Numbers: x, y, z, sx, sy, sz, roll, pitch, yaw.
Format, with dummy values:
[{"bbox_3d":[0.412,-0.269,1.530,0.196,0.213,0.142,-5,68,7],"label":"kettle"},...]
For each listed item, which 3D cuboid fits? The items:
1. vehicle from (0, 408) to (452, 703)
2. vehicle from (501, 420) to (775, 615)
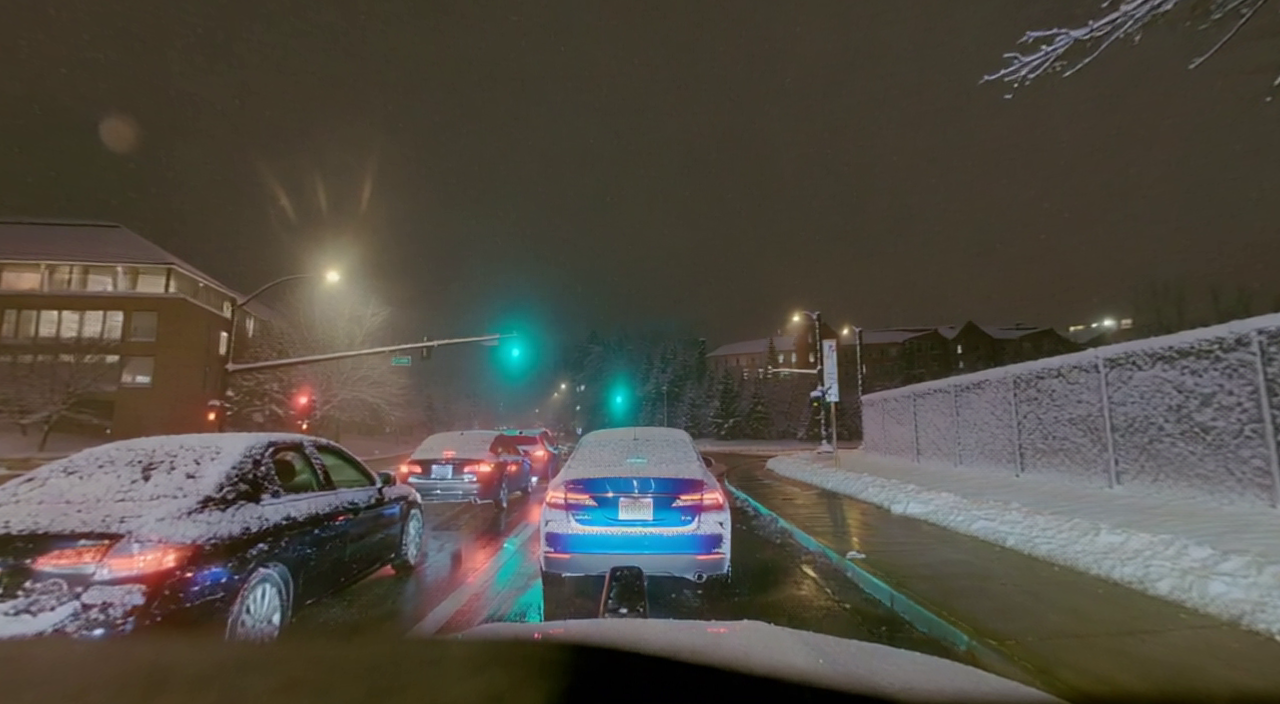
[{"bbox_3d":[-3.208,1.322,4.879,1.971,1.488,4.581,0,-9,1],"label":"vehicle"},{"bbox_3d":[-0.013,1.602,7.014,2.144,1.514,4.063,0,-9,0],"label":"vehicle"}]
